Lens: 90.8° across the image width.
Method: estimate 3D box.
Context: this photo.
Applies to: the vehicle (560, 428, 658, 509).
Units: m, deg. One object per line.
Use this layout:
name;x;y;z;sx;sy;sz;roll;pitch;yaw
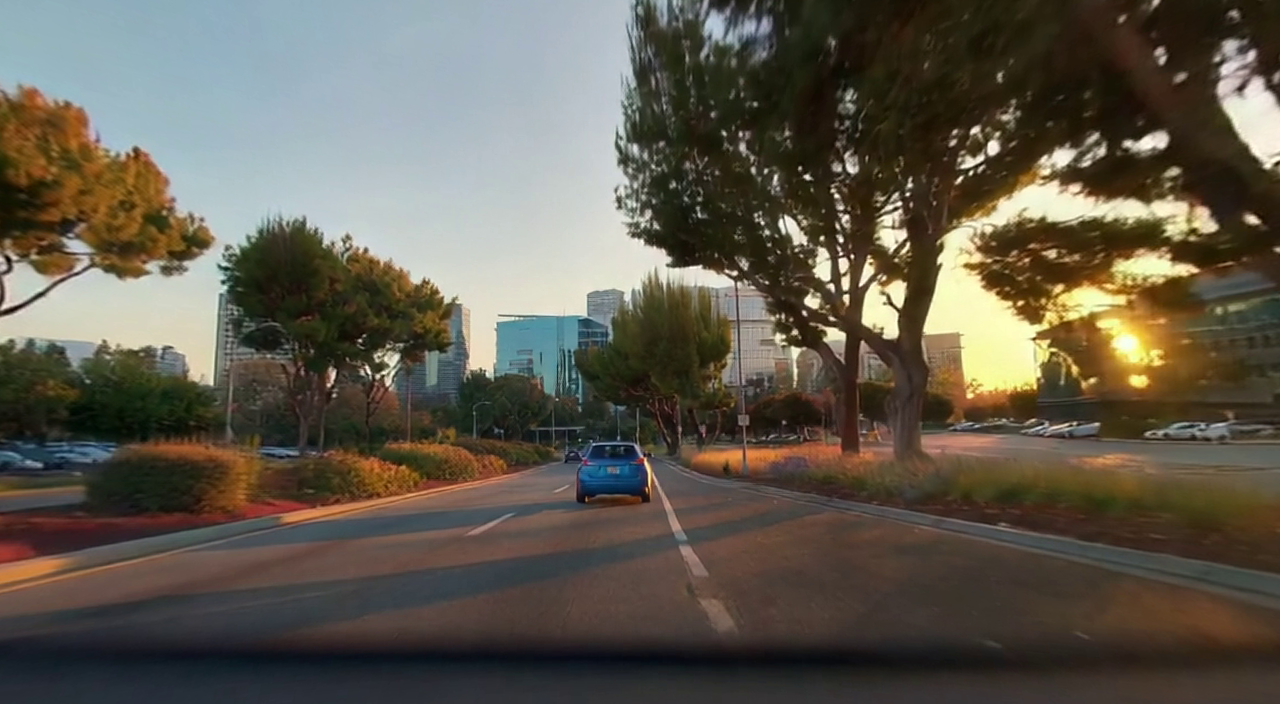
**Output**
vehicle;-0.680;2.897;16.042;2.131;1.761;4.242;0;-9;0
